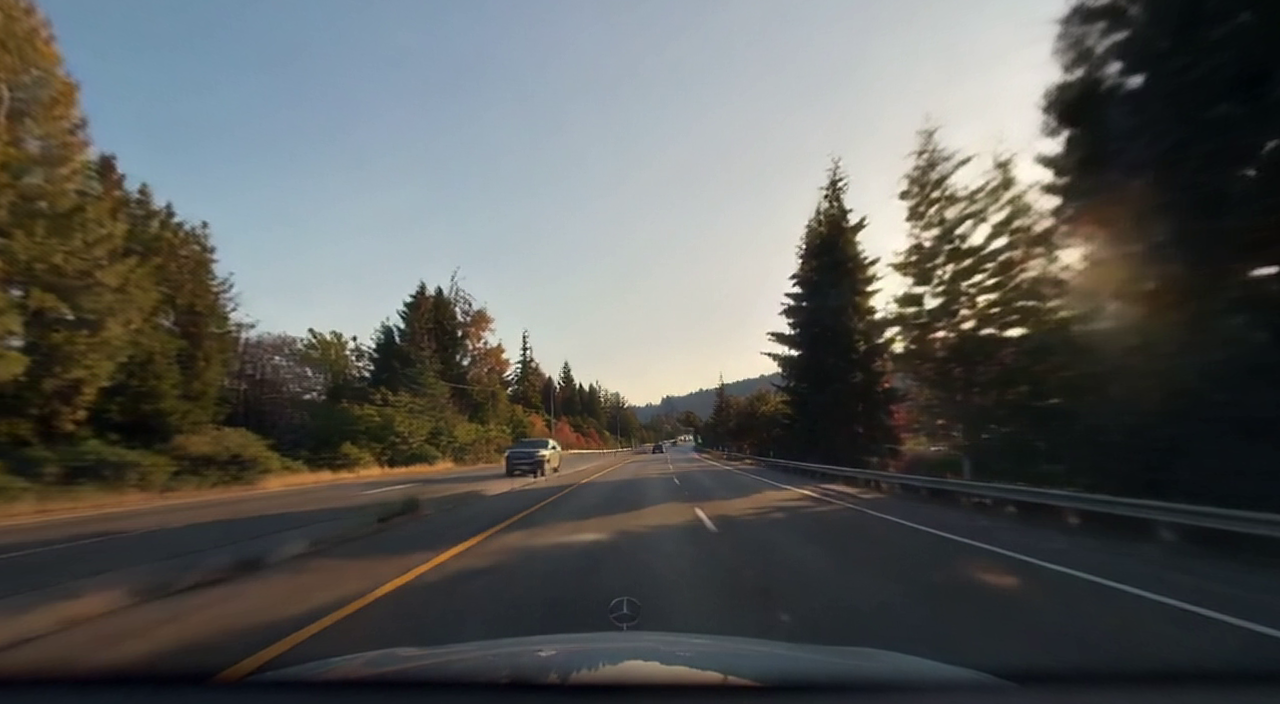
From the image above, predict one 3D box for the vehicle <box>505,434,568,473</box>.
[{"bbox_3d":[-5.374,5.390,33.735,2.275,1.927,5.574,0,-8,2],"label":"vehicle"}]
